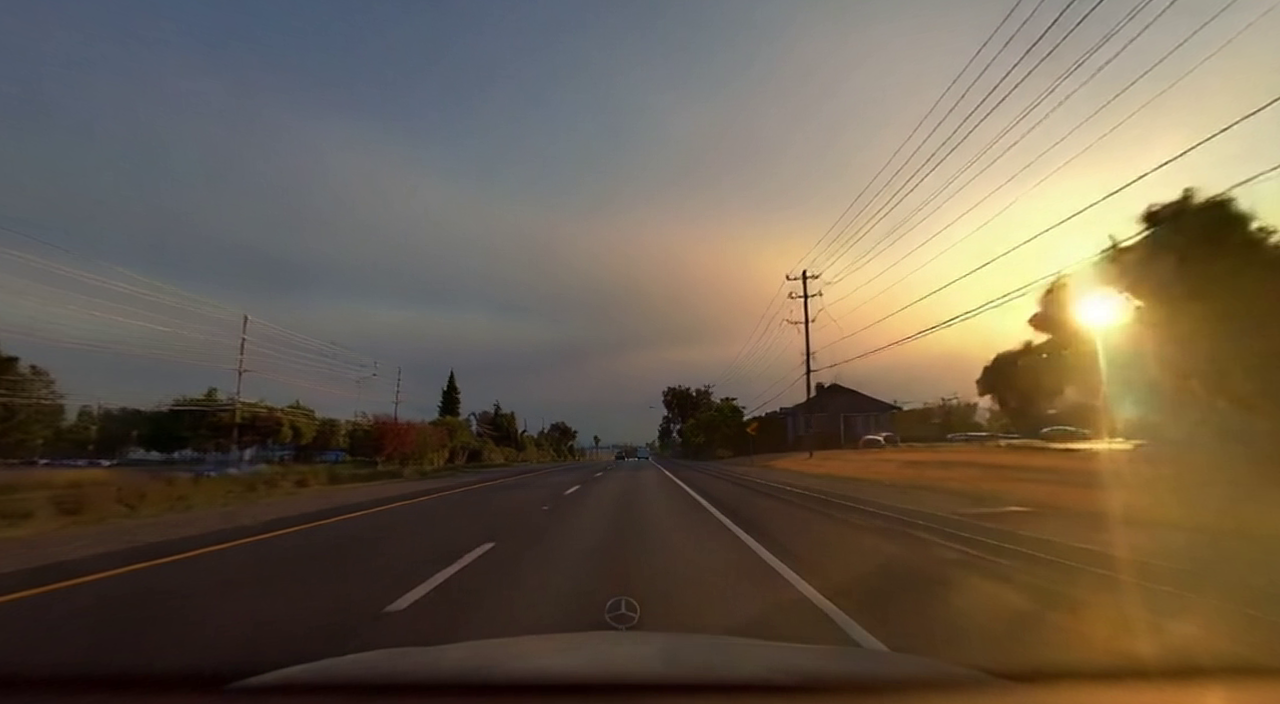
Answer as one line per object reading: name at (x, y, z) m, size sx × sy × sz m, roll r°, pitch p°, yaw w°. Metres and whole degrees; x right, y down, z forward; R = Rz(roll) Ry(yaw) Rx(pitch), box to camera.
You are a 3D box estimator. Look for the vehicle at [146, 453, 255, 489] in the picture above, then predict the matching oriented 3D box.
vehicle at (-21.311, 5.758, 30.821) m, size 1.956 × 1.524 × 4.614 m, roll 0°, pitch -9°, yaw 1°
